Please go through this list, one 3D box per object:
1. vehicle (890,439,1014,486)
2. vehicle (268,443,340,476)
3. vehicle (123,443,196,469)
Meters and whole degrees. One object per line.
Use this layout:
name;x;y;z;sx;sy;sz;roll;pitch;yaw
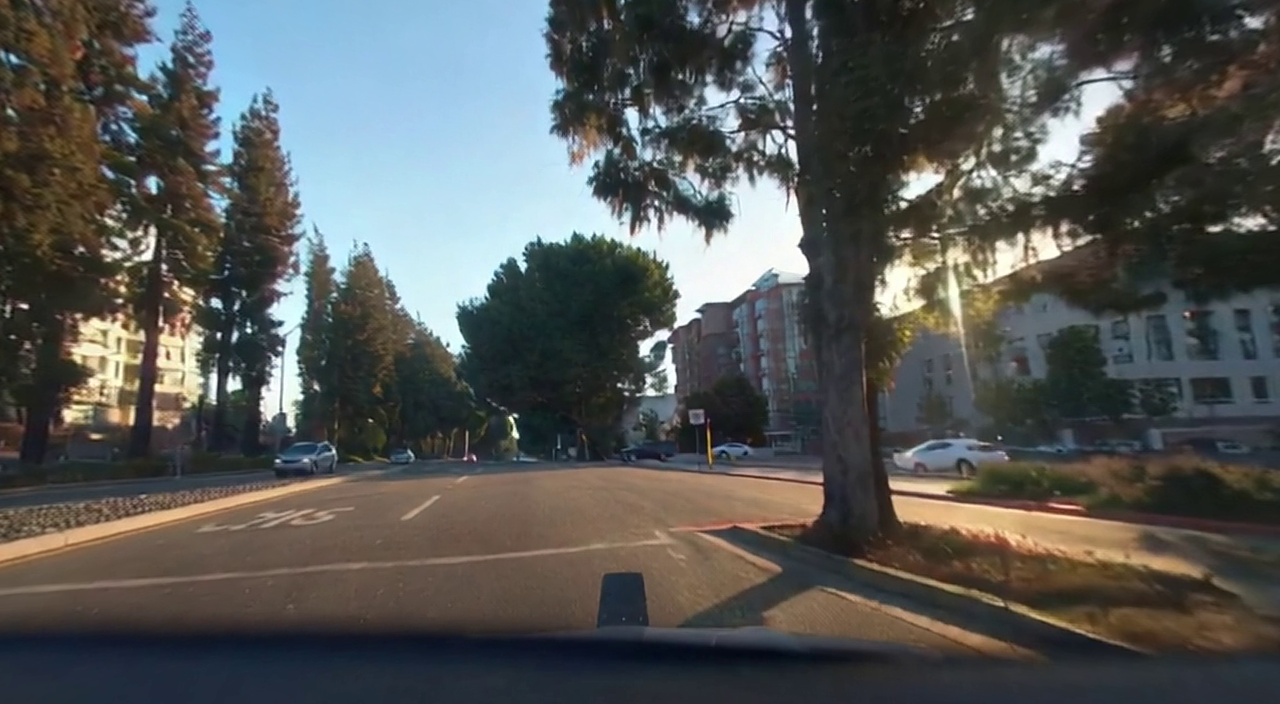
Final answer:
vehicle;12.770;4.552;25.816;4.030;1.483;1.859;-2;-14;-10
vehicle;-17.699;5.656;33.299;2.060;1.618;4.203;1;-9;-10
vehicle;-37.541;8.161;49.138;3.770;1.737;2.102;2;-16;-13
